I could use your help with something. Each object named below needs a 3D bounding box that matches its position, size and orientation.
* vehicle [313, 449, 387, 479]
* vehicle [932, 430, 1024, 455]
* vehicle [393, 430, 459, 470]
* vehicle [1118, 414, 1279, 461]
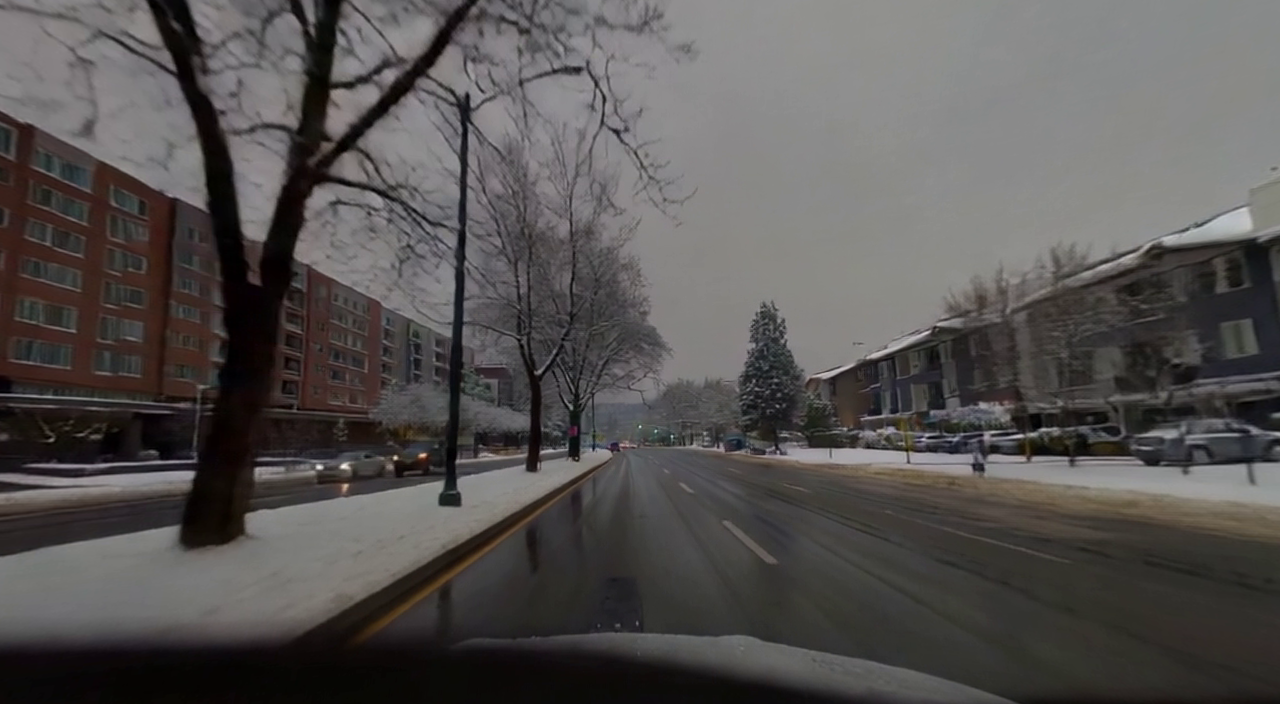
[{"bbox_3d":[-16.067,6.188,35.301,1.966,1.523,4.555,0,-9,0],"label":"vehicle"},{"bbox_3d":[21.854,5.886,41.022,4.739,1.569,2.097,-1,-9,3],"label":"vehicle"},{"bbox_3d":[-15.997,7.376,47.710,2.725,2.768,6.120,-1,-9,1],"label":"vehicle"},{"bbox_3d":[22.553,3.422,25.208,5.320,1.722,2.651,2,-9,-14],"label":"vehicle"}]
